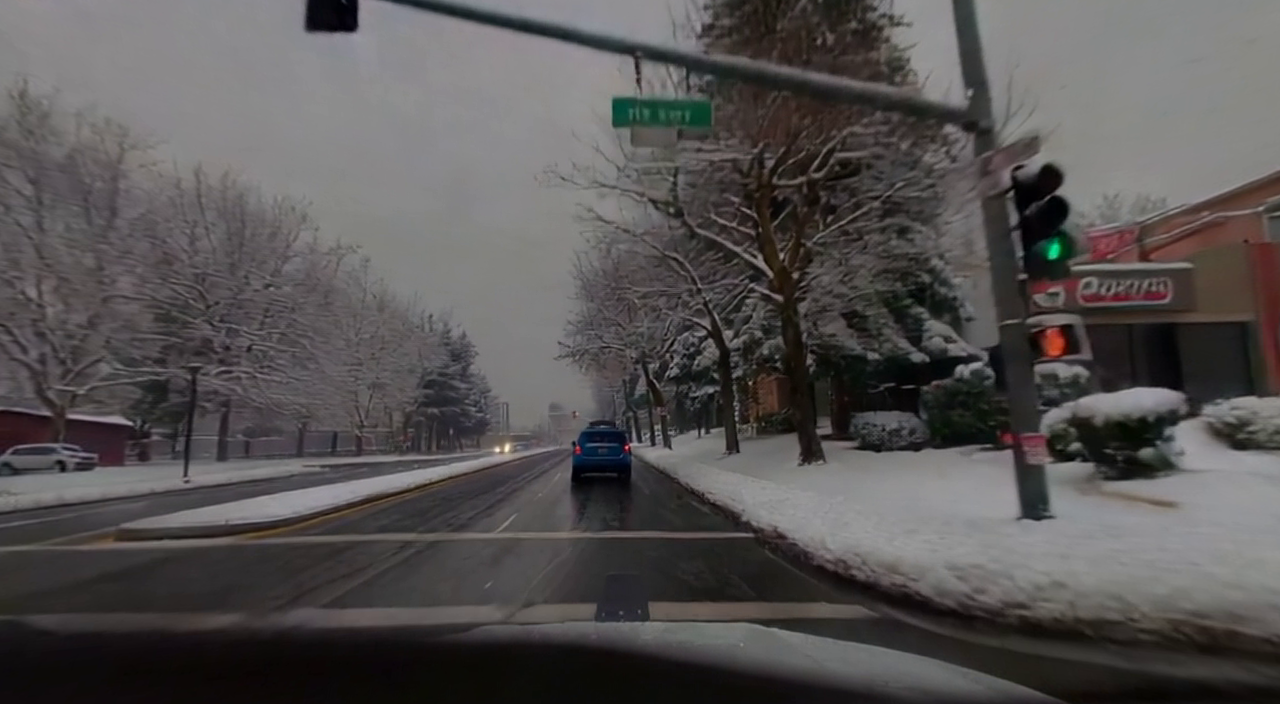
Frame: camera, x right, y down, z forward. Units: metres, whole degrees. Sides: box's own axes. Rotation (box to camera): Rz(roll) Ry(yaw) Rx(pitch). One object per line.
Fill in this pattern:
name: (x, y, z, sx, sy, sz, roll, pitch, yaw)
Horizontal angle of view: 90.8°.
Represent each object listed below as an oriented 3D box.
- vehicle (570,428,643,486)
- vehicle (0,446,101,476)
vehicle: (-1.106, 3.488, 21.298, 2.227, 1.733, 3.930, 0, -8, -3)
vehicle: (-34.581, 6.330, 36.782, 4.369, 1.669, 2.018, 0, -8, -4)
